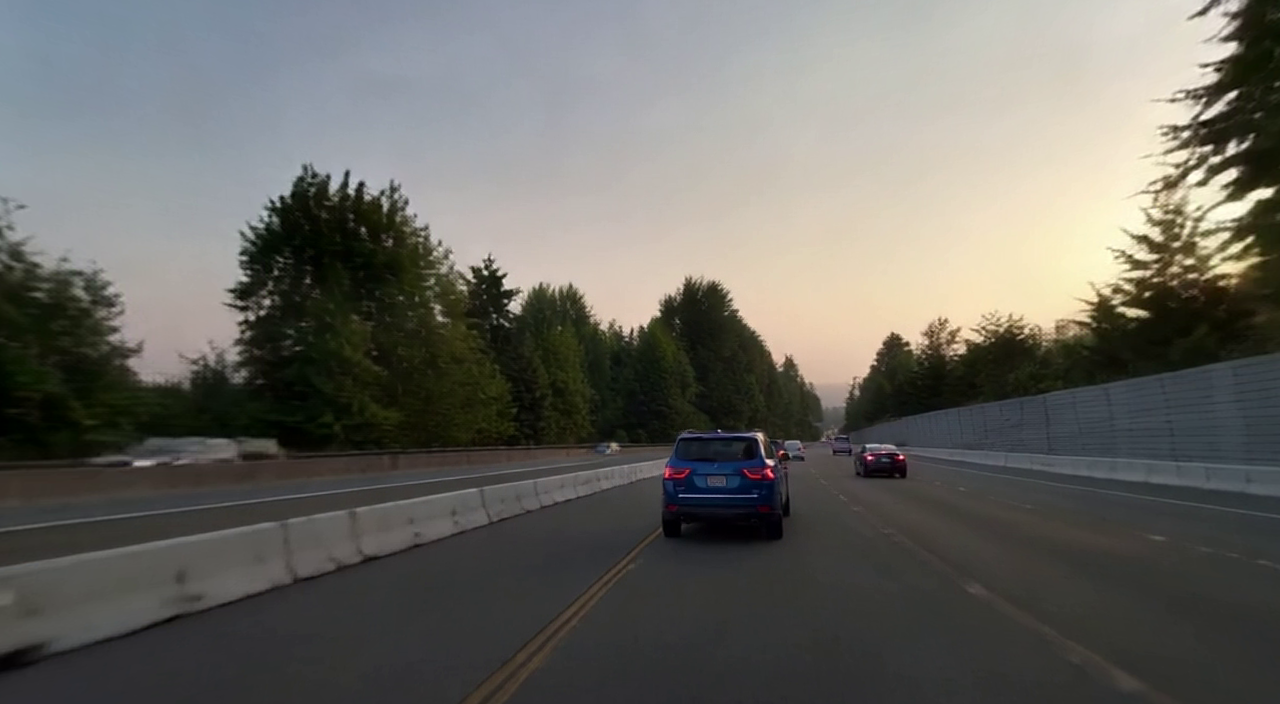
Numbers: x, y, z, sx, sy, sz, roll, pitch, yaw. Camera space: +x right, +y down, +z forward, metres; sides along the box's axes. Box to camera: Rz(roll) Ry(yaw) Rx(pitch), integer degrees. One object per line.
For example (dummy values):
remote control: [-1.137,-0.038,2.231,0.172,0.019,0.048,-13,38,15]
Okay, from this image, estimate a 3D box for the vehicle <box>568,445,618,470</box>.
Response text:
vehicle: [-2.946,6.735,40.470,1.934,1.478,4.474,-2,-9,13]

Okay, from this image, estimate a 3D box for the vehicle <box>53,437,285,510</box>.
vehicle: [-12.654,3.249,17.474,1.989,1.703,4.959,-2,-8,12]

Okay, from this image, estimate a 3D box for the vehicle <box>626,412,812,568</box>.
vehicle: [1.276,1.784,8.922,2.021,1.635,4.085,-2,-8,13]

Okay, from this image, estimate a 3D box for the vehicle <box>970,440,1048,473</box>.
vehicle: [18.073,5.097,31.079,1.990,1.478,4.475,-2,-8,13]

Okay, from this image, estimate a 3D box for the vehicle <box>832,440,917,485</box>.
vehicle: [8.339,3.917,22.812,1.962,1.442,4.536,-1,-8,9]
